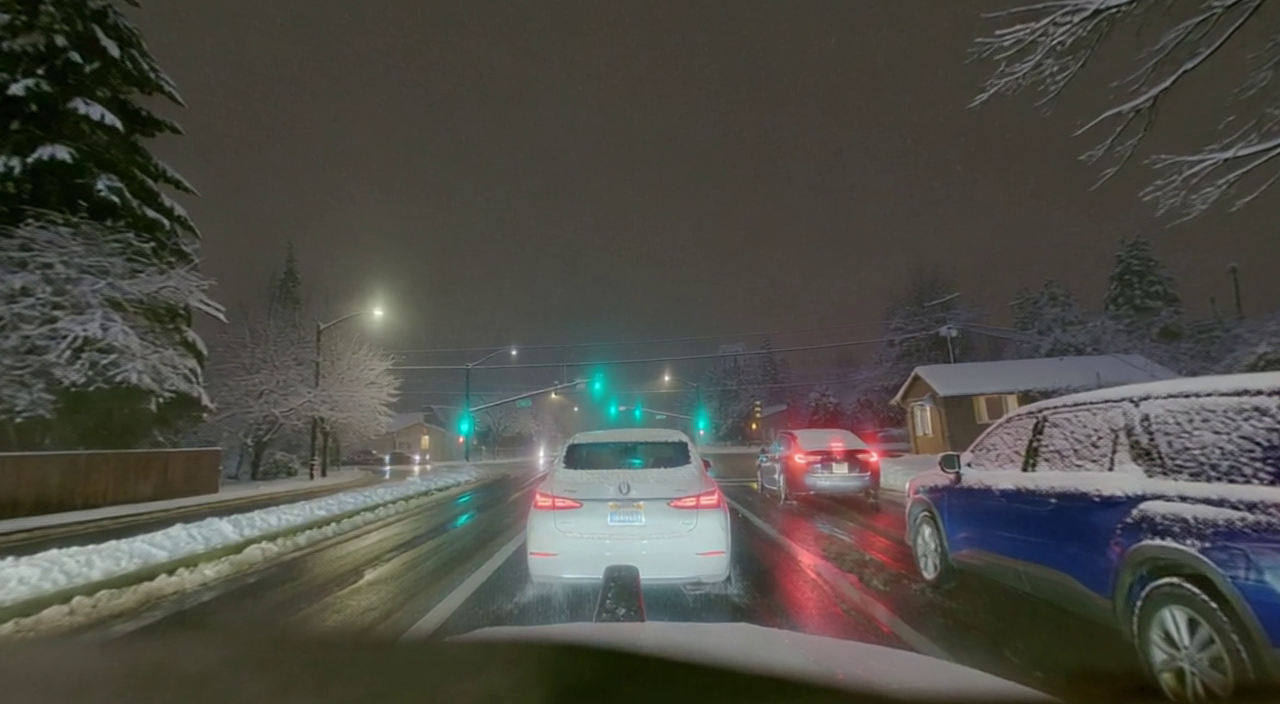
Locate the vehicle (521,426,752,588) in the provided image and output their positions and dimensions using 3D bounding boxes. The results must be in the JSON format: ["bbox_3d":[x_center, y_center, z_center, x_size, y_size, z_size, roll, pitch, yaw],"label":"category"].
[{"bbox_3d":[-0.085,1.774,8.120,2.186,1.500,4.141,0,-8,-1],"label":"vehicle"}]

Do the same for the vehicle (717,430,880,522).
[{"bbox_3d":[2.951,2.422,12.932,1.971,1.517,4.521,0,-8,-3],"label":"vehicle"}]

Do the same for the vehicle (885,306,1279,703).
[{"bbox_3d":[3.361,0.932,3.780,2.006,1.766,4.345,0,-8,0],"label":"vehicle"}]

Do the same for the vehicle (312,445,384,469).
[{"bbox_3d":[-19.889,7.164,43.208,3.957,1.630,1.881,0,-8,0],"label":"vehicle"}]

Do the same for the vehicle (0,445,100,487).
[{"bbox_3d":[-22.579,4.161,23.110,4.092,1.438,1.639,-1,-8,1],"label":"vehicle"}]
